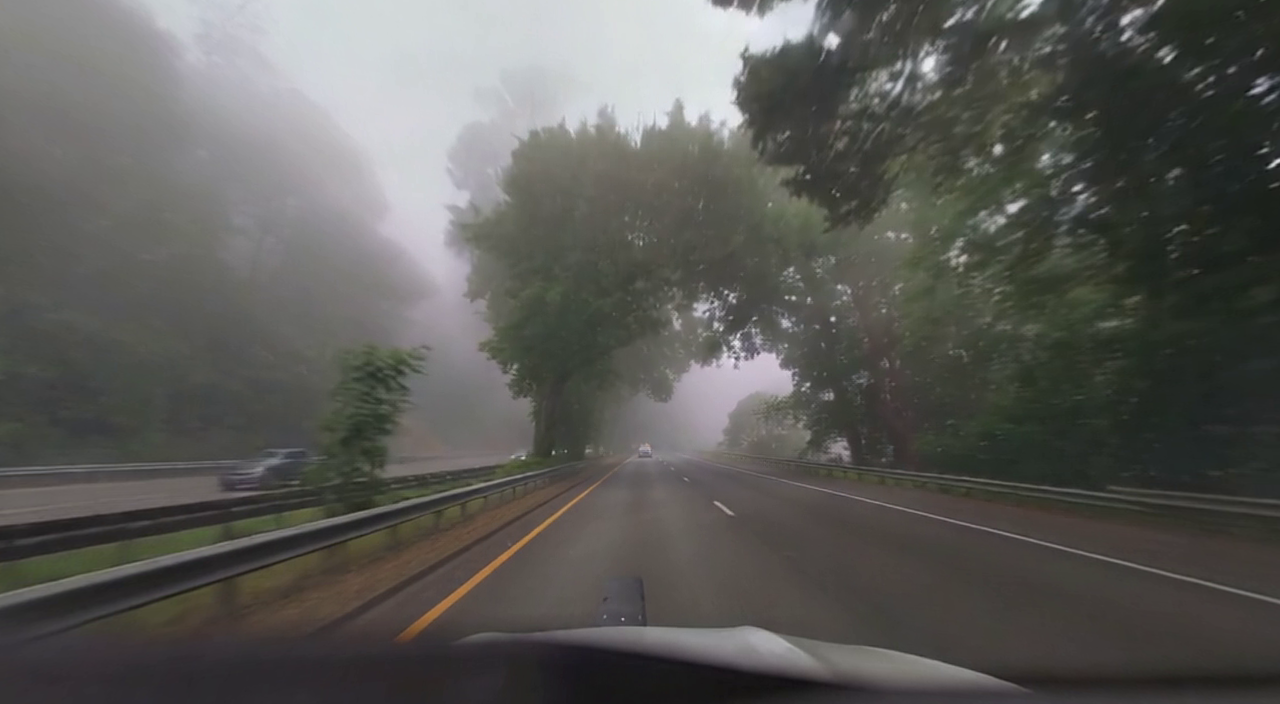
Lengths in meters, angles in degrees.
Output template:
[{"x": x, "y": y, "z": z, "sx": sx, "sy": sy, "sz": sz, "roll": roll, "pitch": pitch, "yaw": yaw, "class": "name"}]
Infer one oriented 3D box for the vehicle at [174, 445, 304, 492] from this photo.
[{"x": -15.352, "y": 4.455, "z": 24.468, "sx": 2.083, "sy": 1.635, "sz": 4.412, "roll": 0, "pitch": -9, "yaw": 0, "class": "vehicle"}]
